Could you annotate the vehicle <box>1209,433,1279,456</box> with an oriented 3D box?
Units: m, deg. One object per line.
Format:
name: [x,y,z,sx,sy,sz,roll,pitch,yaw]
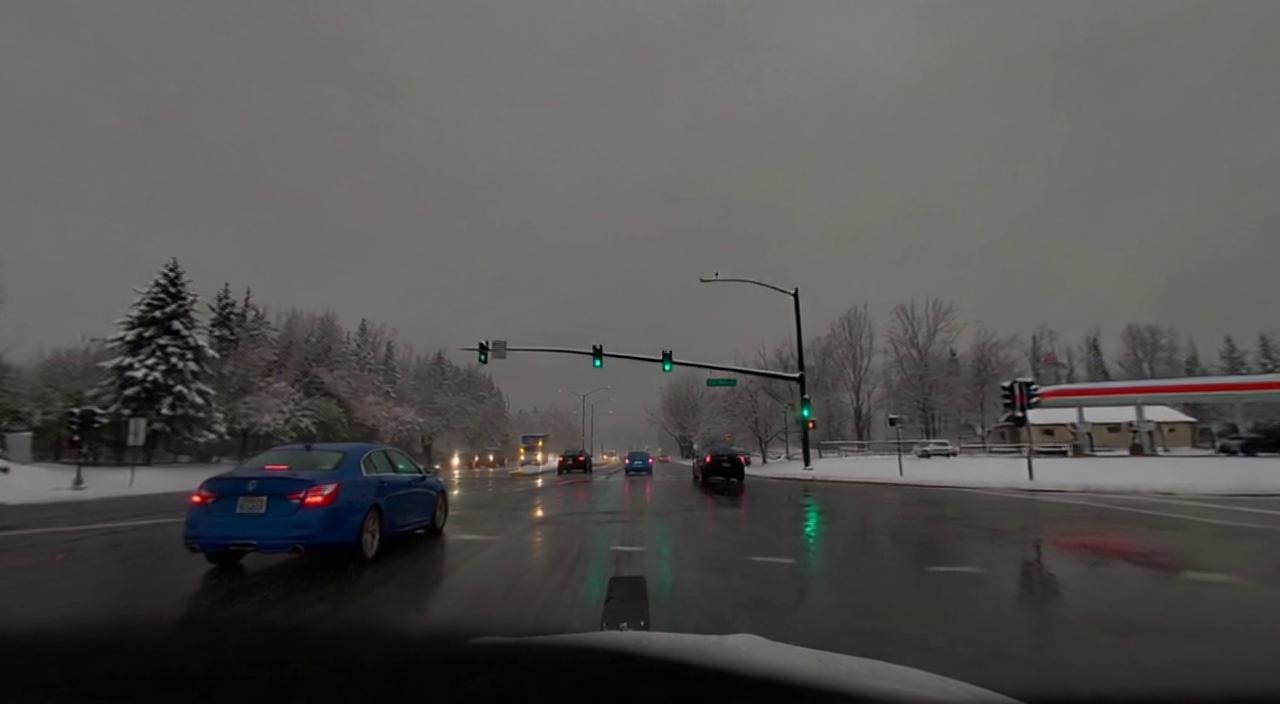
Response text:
vehicle: [41.037,6.197,42.069,1.812,1.427,4.632,0,-8,1]

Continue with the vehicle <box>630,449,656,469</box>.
vehicle: [0.216,8.321,49.139,1.934,1.470,3.988,0,-8,-1]

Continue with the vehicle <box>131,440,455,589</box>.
vehicle: [-4.142,1.951,8.579,1.803,1.463,4.422,0,-8,1]

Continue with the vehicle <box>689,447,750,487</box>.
vehicle: [3.131,4.596,25.523,1.883,1.465,3.975,0,-8,-1]

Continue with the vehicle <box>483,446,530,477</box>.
vehicle: [-8.350,6.860,39.750,1.922,1.660,4.332,-2,-8,1]

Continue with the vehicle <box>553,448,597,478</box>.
vehicle: [-3.447,5.971,34.167,1.841,1.474,4.038,0,-8,1]
